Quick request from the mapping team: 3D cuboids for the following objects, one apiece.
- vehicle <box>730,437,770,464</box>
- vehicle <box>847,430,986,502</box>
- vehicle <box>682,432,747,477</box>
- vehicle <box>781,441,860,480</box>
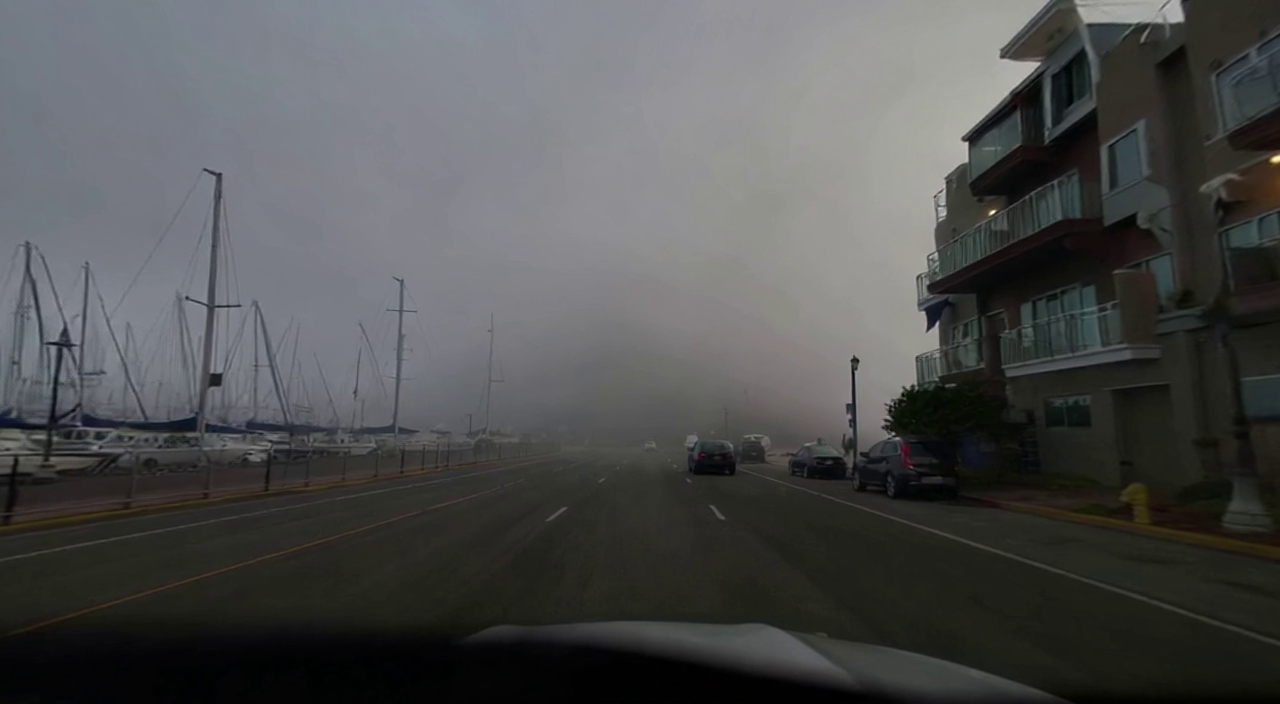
[{"bbox_3d":[7.762,7.017,44.934,2.029,1.750,4.825,-1,-9,1],"label":"vehicle"},{"bbox_3d":[7.539,3.144,17.764,1.901,1.726,4.517,-1,-9,1],"label":"vehicle"},{"bbox_3d":[2.933,4.148,25.600,2.047,1.640,4.051,0,-9,-1],"label":"vehicle"},{"bbox_3d":[7.678,4.640,27.263,2.112,1.514,4.371,0,-9,0],"label":"vehicle"}]
